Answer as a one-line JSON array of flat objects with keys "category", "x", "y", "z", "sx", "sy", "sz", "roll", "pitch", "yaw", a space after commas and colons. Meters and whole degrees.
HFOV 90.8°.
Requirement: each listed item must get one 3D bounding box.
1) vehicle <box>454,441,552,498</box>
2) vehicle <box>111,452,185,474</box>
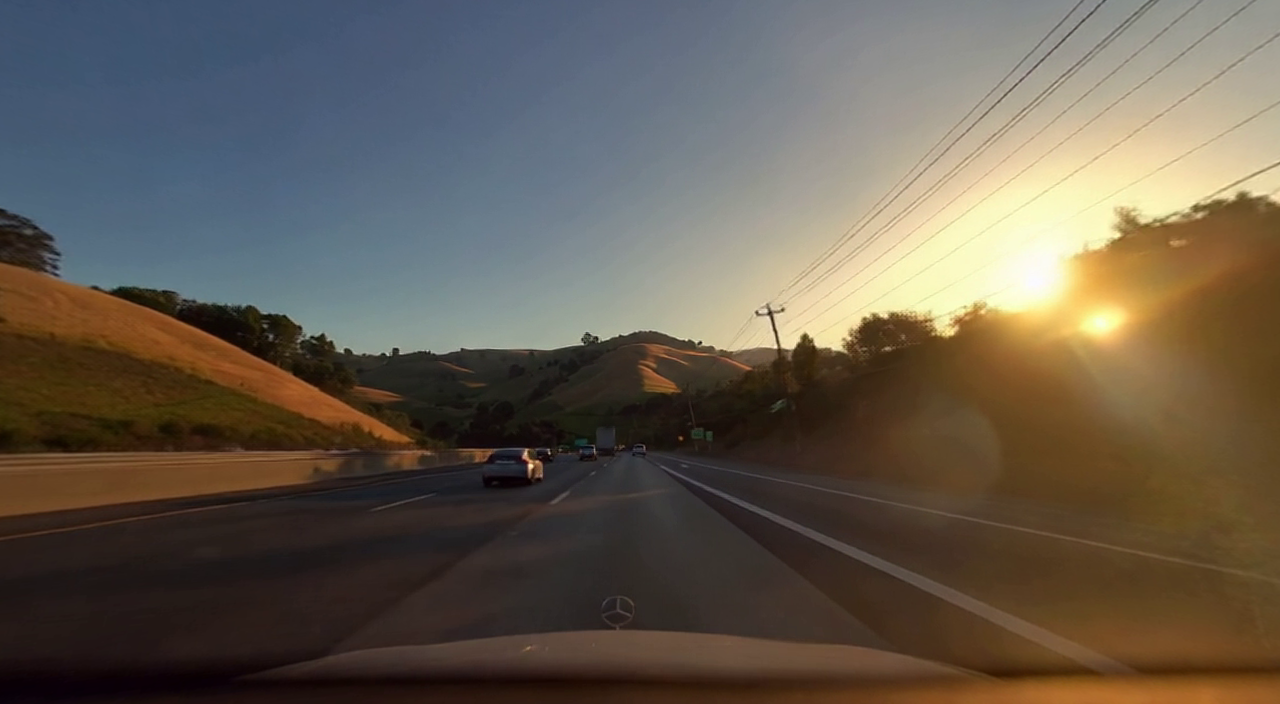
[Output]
[{"category": "vehicle", "x": -4.016, "y": 3.515, "z": 19.331, "sx": 1.963, "sy": 1.533, "sz": 4.477, "roll": 0, "pitch": -9, "yaw": 0}, {"category": "vehicle", "x": -35.325, "y": 7.933, "z": 45.513, "sx": 1.854, "sy": 1.467, "sz": 4.391, "roll": 0, "pitch": -9, "yaw": 0}]
